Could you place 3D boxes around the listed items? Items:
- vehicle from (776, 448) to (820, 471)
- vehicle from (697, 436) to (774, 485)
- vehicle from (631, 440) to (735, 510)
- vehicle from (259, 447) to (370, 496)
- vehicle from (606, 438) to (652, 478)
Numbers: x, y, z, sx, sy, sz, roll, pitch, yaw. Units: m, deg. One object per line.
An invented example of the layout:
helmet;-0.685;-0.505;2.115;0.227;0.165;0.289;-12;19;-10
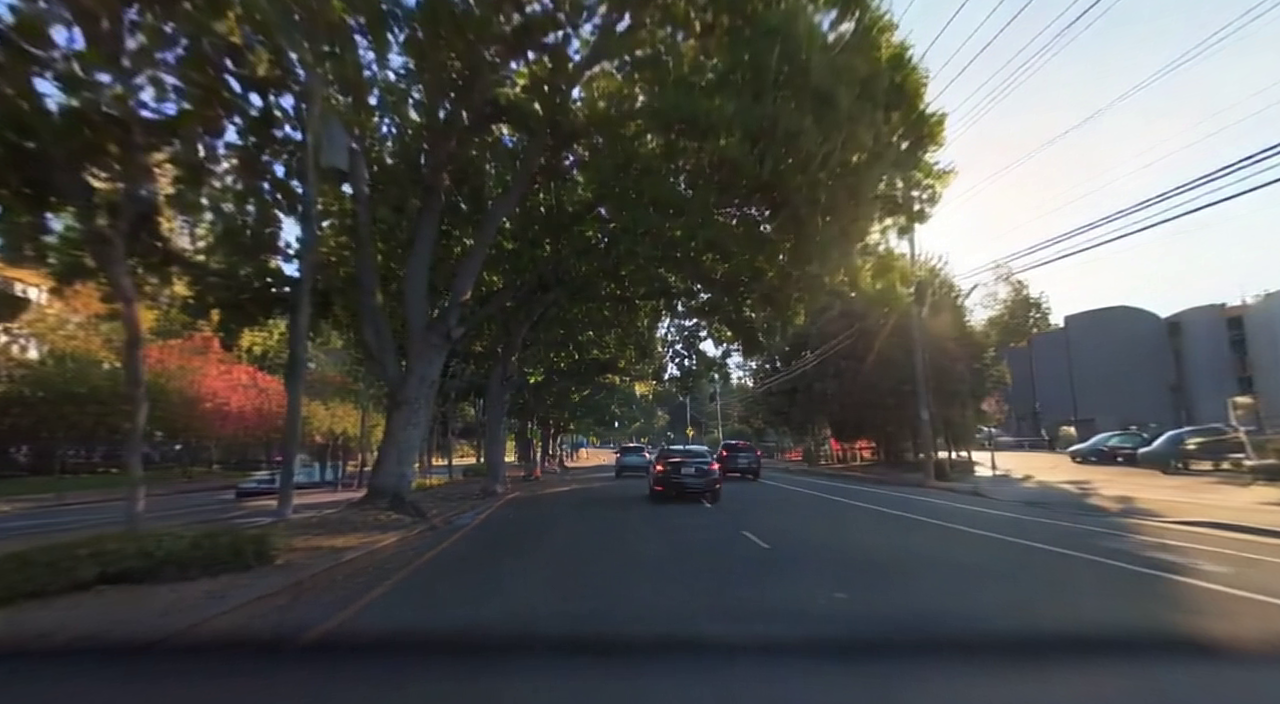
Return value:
vehicle;11.871;8.098;47.663;1.966;1.485;4.497;-5;-9;-2
vehicle;3.676;4.270;25.221;2.116;1.726;4.672;0;-8;-3
vehicle;0.883;2.967;15.835;1.977;1.460;4.565;0;-8;-4
vehicle;-12.503;4.574;24.660;1.971;1.712;4.400;-1;-8;0
vehicle;-0.467;5.048;30.229;2.050;1.745;3.915;-1;-8;0
